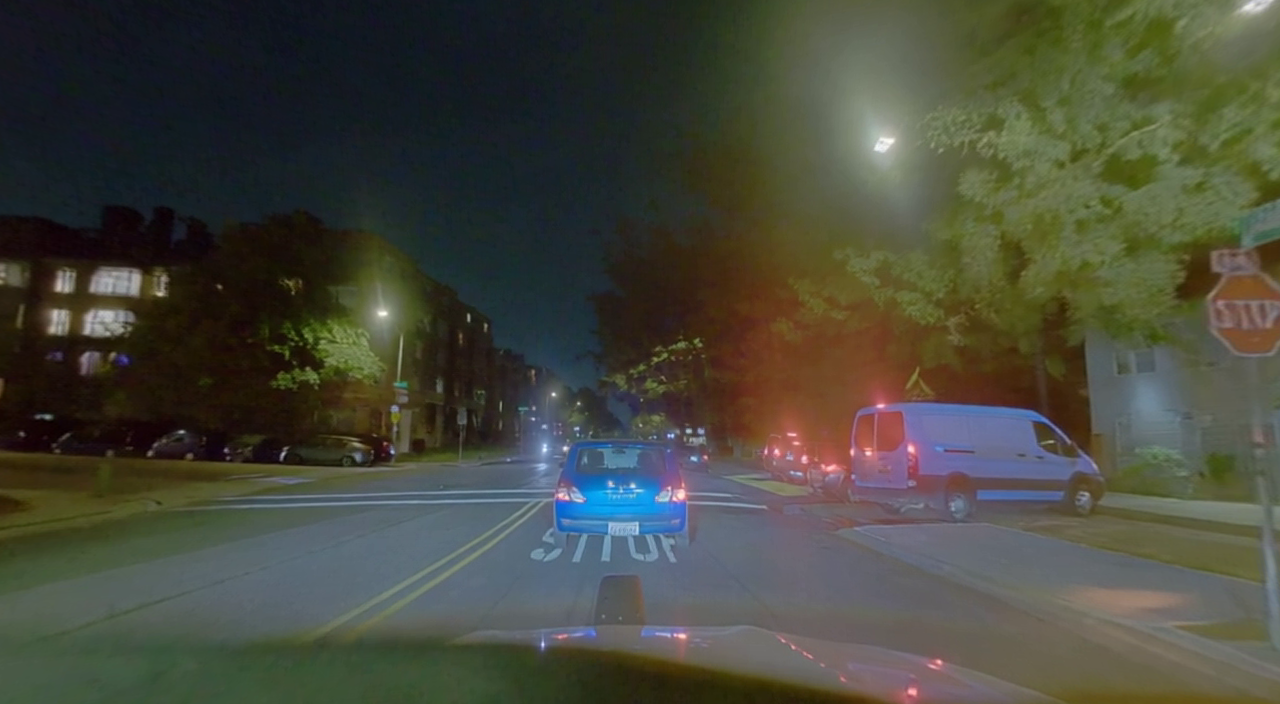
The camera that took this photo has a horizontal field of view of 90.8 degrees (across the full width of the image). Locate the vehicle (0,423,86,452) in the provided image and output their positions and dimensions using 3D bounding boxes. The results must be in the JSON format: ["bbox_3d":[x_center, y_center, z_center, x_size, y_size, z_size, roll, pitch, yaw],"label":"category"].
[{"bbox_3d":[-31.880,4.473,32.882,4.168,1.458,1.904,0,-8,-3],"label":"vehicle"}]

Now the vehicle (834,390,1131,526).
[{"bbox_3d":[6.615,1.987,12.164,5.385,2.146,2.143,4,-9,-26],"label":"vehicle"}]

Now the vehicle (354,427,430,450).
[{"bbox_3d":[-18.483,6.505,47.330,4.892,1.679,1.927,1,-8,-6],"label":"vehicle"}]

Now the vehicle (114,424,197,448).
[{"bbox_3d":[-31.889,5.558,41.653,3.915,1.574,1.850,0,-8,3],"label":"vehicle"}]

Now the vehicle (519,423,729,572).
[{"bbox_3d":[-0.220,1.775,8.565,2.065,1.450,4.522,0,-8,-2],"label":"vehicle"}]
